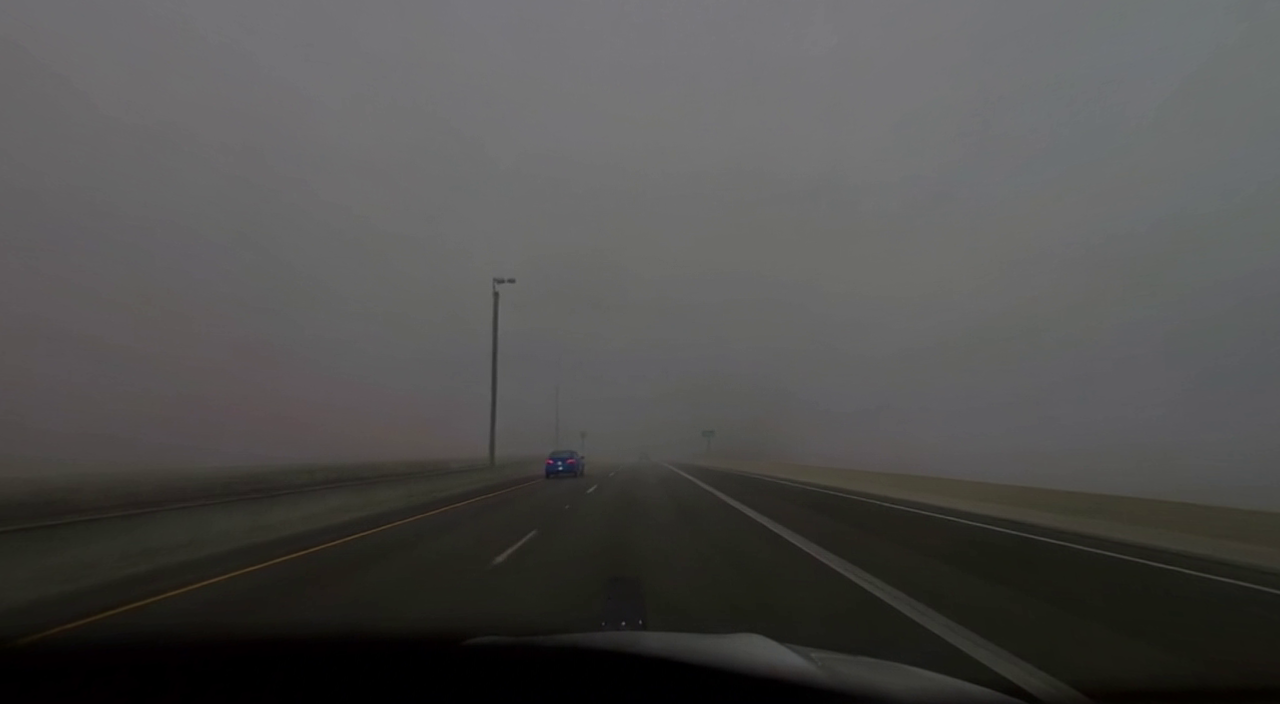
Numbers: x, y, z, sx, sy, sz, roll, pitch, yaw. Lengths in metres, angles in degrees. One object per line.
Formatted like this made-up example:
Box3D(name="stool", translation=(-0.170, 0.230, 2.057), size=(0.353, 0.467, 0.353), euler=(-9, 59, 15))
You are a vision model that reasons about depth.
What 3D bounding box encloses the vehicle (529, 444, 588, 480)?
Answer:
Box3D(name="vehicle", translation=(-3.850, 5.284, 30.503), size=(2.160, 1.552, 4.592), euler=(0, -9, 1))
